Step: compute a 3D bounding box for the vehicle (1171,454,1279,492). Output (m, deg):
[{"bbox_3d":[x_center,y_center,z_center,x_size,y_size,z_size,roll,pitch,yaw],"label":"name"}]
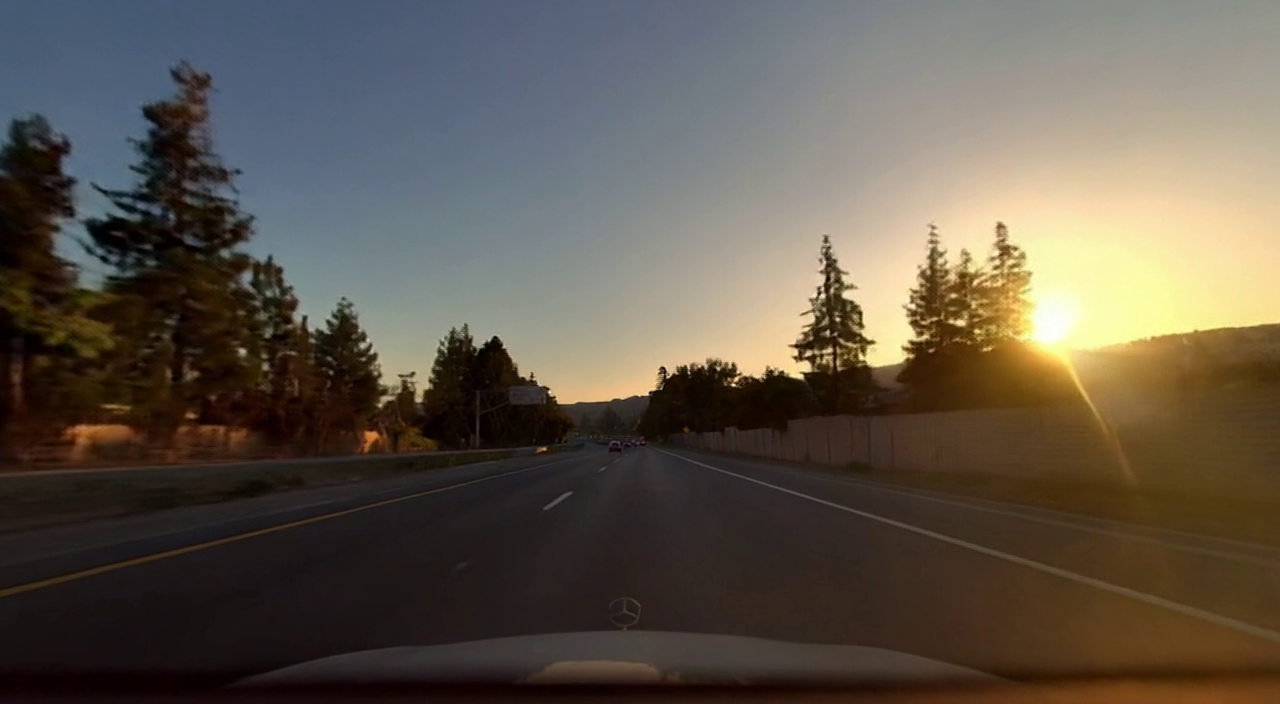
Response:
[{"bbox_3d":[31.475,6.250,32.985,2.121,1.755,5.377,0,-9,-8],"label":"vehicle"}]
